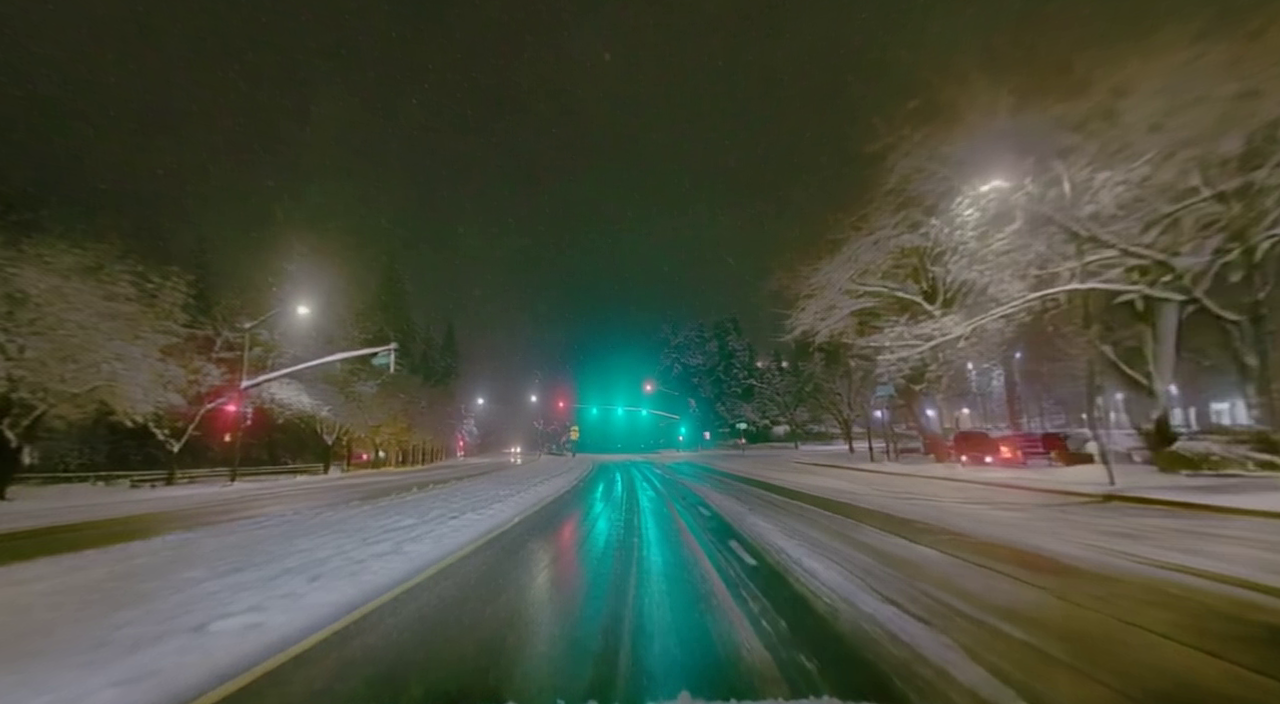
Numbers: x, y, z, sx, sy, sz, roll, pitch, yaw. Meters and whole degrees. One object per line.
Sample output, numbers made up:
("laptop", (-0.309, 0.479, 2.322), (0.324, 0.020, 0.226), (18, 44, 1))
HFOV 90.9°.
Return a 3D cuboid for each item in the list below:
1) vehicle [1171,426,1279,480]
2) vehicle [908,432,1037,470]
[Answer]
("vehicle", (18.496, 2.925, 18.346), (4.244, 1.448, 1.960), (0, -8, 1))
("vehicle", (15.785, 4.703, 30.118), (4.982, 1.441, 1.951), (-3, -8, -2))
